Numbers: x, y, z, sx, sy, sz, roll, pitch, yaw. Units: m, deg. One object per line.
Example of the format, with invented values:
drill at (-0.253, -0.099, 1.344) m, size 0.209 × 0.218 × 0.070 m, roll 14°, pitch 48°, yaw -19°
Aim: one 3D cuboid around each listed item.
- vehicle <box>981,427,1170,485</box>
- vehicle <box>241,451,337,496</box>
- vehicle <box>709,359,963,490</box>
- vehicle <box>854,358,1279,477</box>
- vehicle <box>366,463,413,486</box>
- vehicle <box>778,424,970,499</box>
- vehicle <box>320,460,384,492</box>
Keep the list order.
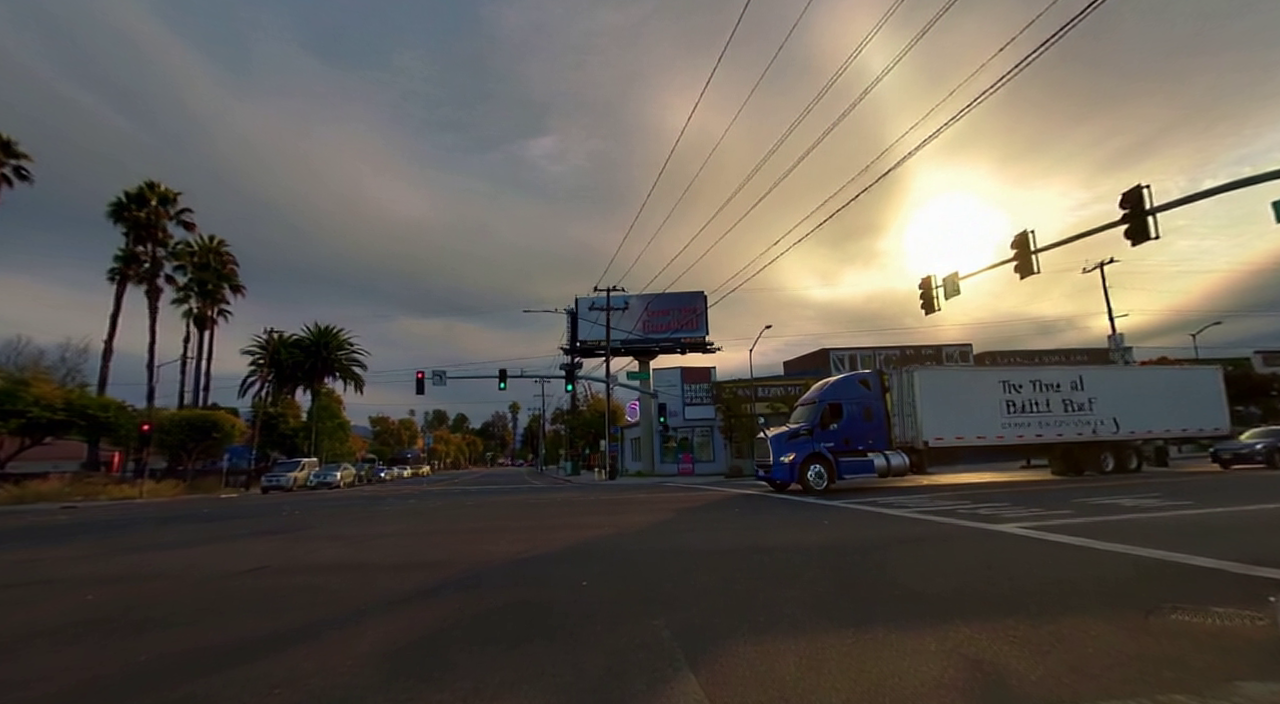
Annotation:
vehicle at (14.259, 3.430, 20.866) m, size 4.958 × 1.510 × 1.949 m, roll -2°, pitch -10°, yaw -9°
vehicle at (-22.468, 7.739, 40.933) m, size 2.989 × 2.573 × 6.053 m, roll 0°, pitch -9°, yaw -3°
vehicle at (6.951, 2.669, 23.162) m, size 8.167 × 4.352 × 3.029 m, roll 1°, pitch -9°, yaw -10°
vehicle at (17.207, 2.631, 24.973) m, size 17.071 × 4.151 × 2.876 m, roll 1°, pitch -9°, yaw -10°
vehicle at (-18.965, 9.263, 48.091) m, size 1.834 × 1.521 × 4.970 m, roll 0°, pitch -9°, yaw -4°
vehicle at (7.261, 3.425, 19.930) m, size 5.079 × 1.893 × 2.200 m, roll -2°, pitch -10°, yaw -10°
vehicle at (-18.041, 7.732, 39.908) m, size 2.028 × 1.744 × 4.876 m, roll 0°, pitch -9°, yaw -5°
